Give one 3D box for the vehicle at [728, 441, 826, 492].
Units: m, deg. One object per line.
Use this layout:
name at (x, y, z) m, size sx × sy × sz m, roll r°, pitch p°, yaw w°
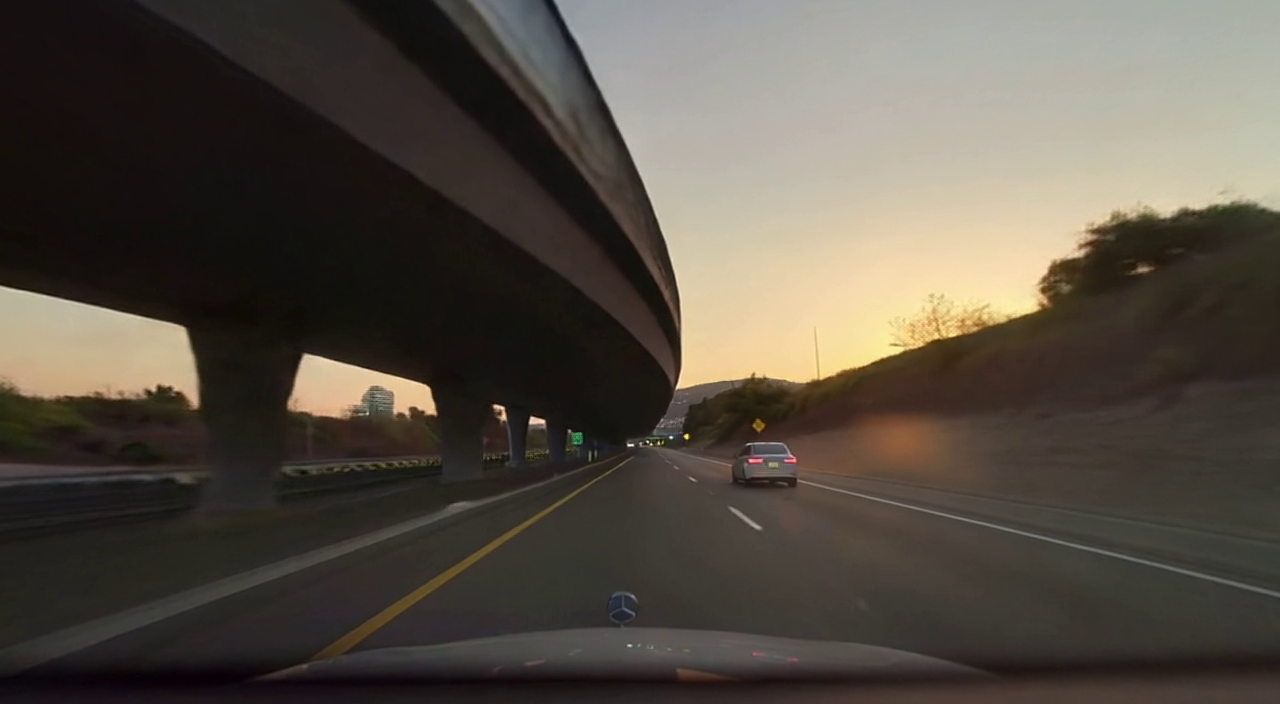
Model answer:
vehicle at (4.154, 3.527, 19.809) m, size 2.124 × 1.405 × 4.398 m, roll 0°, pitch -8°, yaw 0°
